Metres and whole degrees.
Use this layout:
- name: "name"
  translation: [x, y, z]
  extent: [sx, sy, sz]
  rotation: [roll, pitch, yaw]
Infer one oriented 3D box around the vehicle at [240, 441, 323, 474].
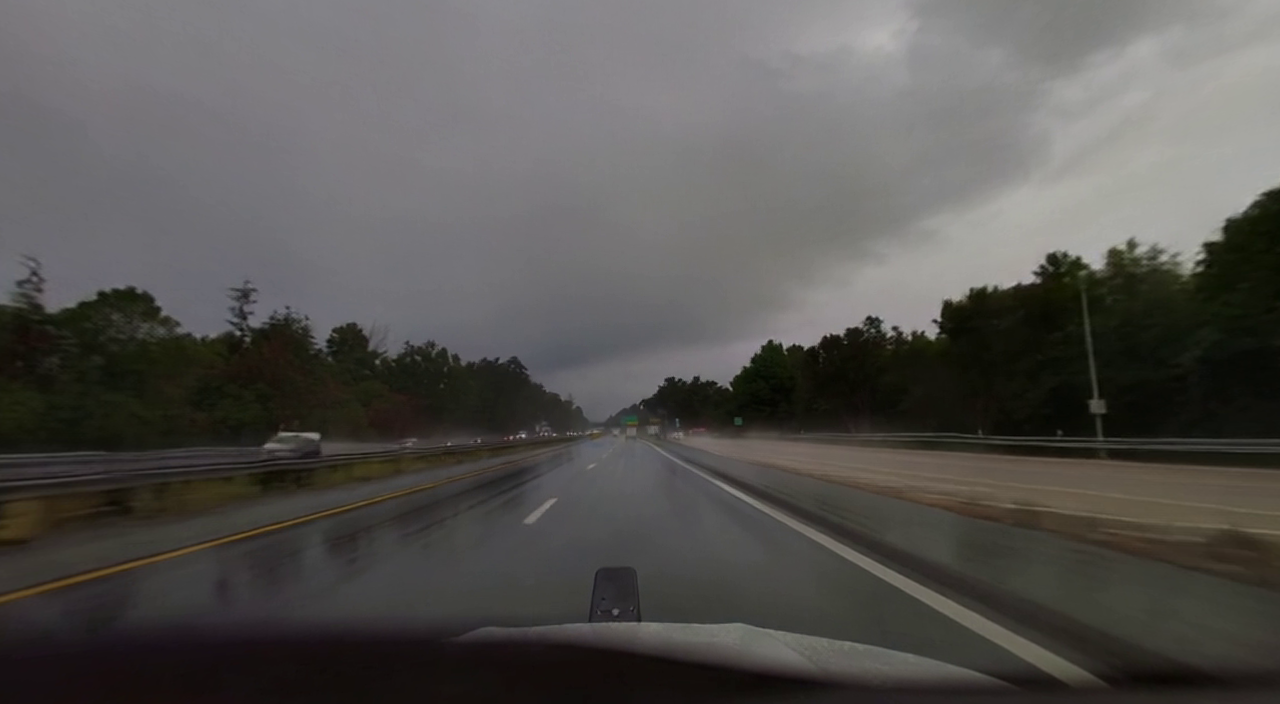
- name: "vehicle"
  translation: [-16.983, 4.991, 30.028]
  extent: [1.756, 1.429, 3.808]
  rotation: [0, -8, -1]
